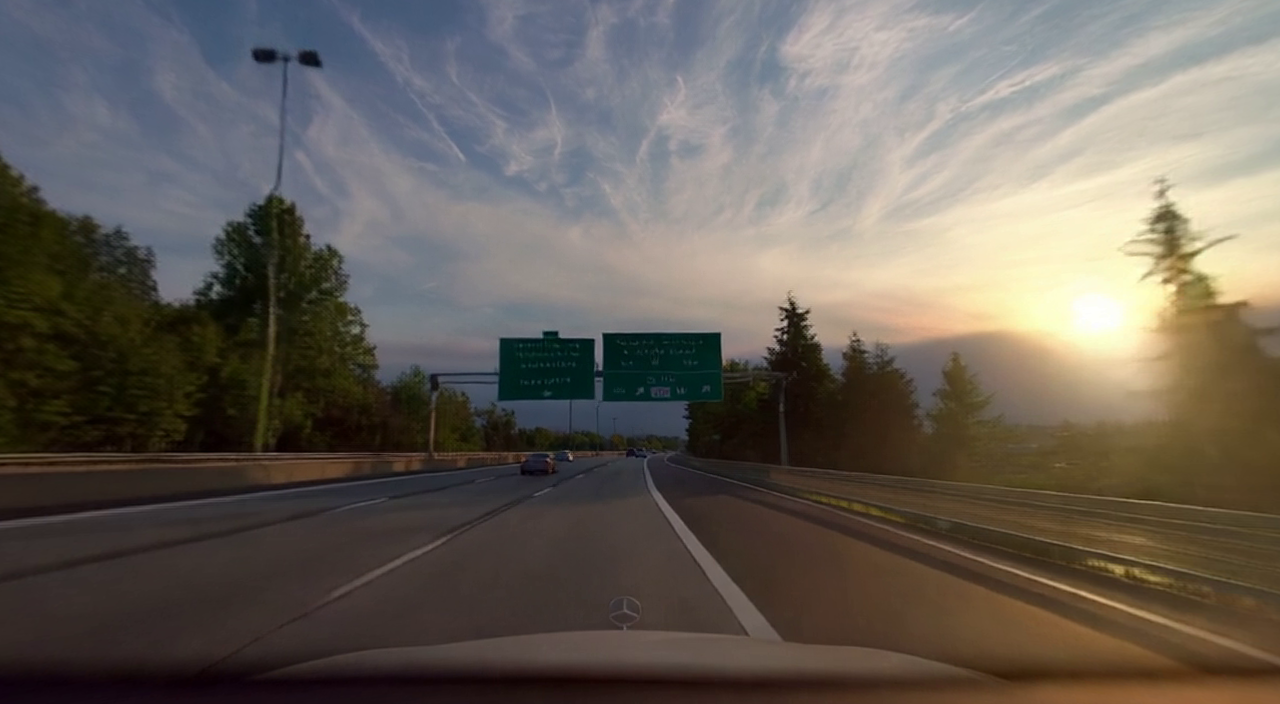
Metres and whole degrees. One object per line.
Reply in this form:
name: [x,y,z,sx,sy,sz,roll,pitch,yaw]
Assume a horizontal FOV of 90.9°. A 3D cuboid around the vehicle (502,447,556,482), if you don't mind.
vehicle: [-5.437,5.563,31.454,1.875,1.587,4.687,0,-9,-1]
